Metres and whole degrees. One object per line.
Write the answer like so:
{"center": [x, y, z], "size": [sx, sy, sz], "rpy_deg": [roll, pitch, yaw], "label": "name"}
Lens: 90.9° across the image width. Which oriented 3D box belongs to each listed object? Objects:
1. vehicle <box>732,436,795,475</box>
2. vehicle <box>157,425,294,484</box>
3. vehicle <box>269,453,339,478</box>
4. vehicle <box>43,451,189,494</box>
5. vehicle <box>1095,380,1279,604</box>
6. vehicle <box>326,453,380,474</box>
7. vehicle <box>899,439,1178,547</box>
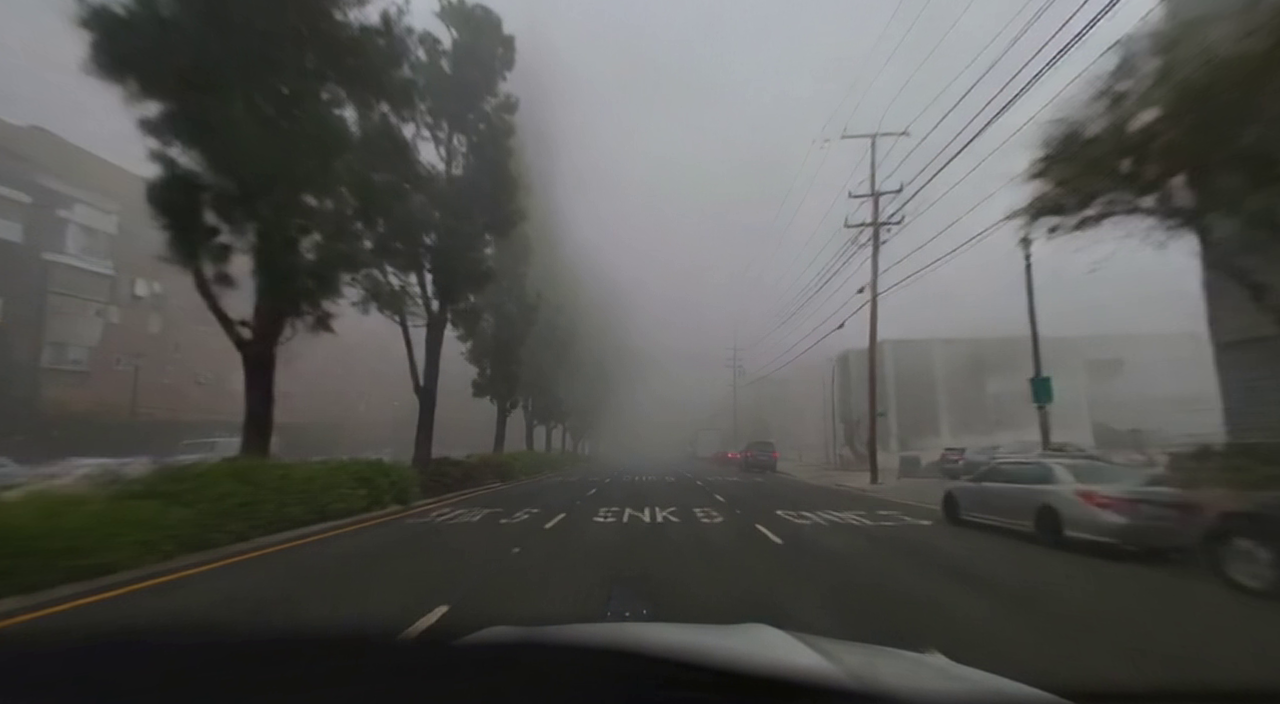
{"center": [7.176, 6.101, 37.432], "size": [2.563, 2.090, 6.077], "rpy_deg": [0, -8, 0], "label": "vehicle"}
{"center": [-22.250, 5.531, 34.432], "size": [2.397, 2.865, 7.296], "rpy_deg": [0, -8, 1], "label": "vehicle"}
{"center": [-22.151, 7.466, 41.797], "size": [1.877, 1.473, 4.892], "rpy_deg": [0, -8, 0], "label": "vehicle"}
{"center": [-22.187, 5.089, 27.020], "size": [2.004, 1.586, 4.962], "rpy_deg": [0, -8, 0], "label": "vehicle"}
{"center": [6.916, 1.135, 4.818], "size": [2.197, 2.019, 6.225], "rpy_deg": [0, -8, 0], "label": "vehicle"}
{"center": [-21.935, 8.530, 48.387], "size": [1.907, 1.404, 4.413], "rpy_deg": [-2, -8, 3], "label": "vehicle"}
{"center": [6.834, 2.424, 11.652], "size": [2.109, 1.567, 4.626], "rpy_deg": [0, -8, 0], "label": "vehicle"}
